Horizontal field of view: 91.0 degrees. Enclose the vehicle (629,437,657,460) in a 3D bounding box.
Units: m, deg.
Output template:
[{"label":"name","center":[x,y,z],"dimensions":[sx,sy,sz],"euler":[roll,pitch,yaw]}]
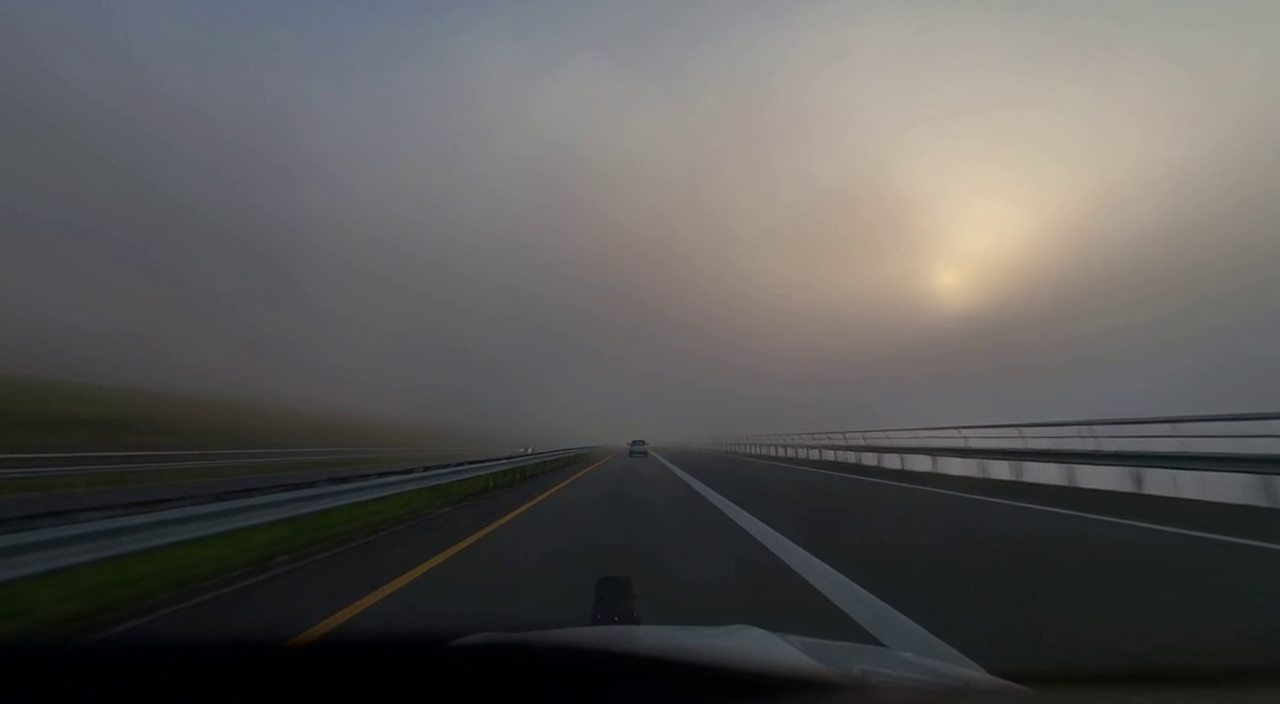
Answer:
[{"label":"vehicle","center":[0.213,7.418,48.487],"dimensions":[2.059,1.696,4.165],"euler":[0,-8,-1]}]
